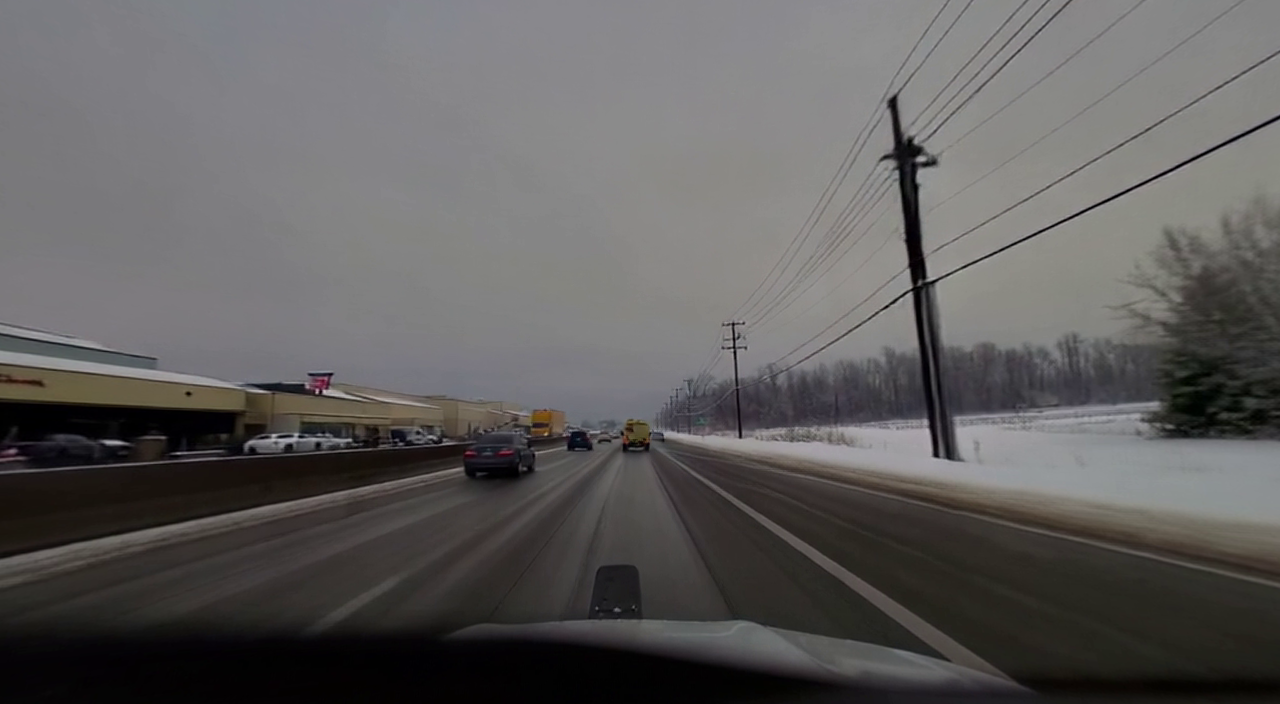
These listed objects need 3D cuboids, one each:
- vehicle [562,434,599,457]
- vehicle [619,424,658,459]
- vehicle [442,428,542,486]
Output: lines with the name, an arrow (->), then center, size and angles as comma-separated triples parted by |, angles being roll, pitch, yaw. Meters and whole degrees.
vehicle -> -4.063, 6.482, 43.677 | 2.087, 1.464, 4.853 | 0, -8, -1
vehicle -> -0.118, 5.521, 38.785 | 2.213, 1.997, 4.456 | 0, -8, -1
vehicle -> -4.338, 3.133, 19.129 | 2.058, 1.557, 4.125 | 0, -8, 0
